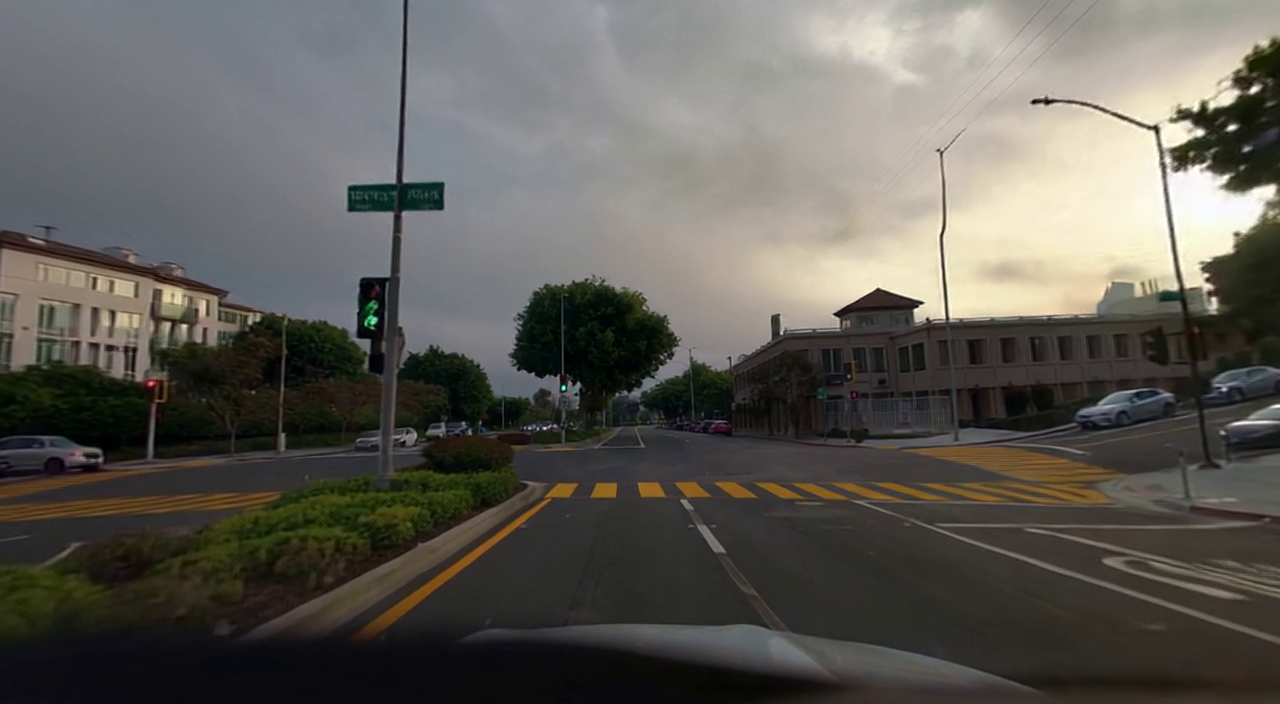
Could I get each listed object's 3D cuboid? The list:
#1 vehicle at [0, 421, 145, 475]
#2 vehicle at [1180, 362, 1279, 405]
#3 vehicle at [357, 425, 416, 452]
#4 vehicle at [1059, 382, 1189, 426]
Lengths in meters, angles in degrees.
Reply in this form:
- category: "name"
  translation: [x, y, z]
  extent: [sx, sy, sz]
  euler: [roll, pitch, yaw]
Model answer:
- category: "vehicle"
  translation: [-25.958, 4.295, 28.444]
  extent: [5.229, 2.299, 2.366]
  euler: [0, -8, 1]
- category: "vehicle"
  translation: [27.944, 1.443, 29.316]
  extent: [3.978, 1.843, 1.874]
  euler: [-2, -2, 1]
- category: "vehicle"
  translation: [-18.494, 6.389, 46.469]
  extent: [2.225, 1.871, 5.189]
  euler: [0, -8, -1]
- category: "vehicle"
  translation: [22.206, 2.367, 29.079]
  extent: [4.531, 1.753, 1.964]
  euler: [-2, -2, -5]
